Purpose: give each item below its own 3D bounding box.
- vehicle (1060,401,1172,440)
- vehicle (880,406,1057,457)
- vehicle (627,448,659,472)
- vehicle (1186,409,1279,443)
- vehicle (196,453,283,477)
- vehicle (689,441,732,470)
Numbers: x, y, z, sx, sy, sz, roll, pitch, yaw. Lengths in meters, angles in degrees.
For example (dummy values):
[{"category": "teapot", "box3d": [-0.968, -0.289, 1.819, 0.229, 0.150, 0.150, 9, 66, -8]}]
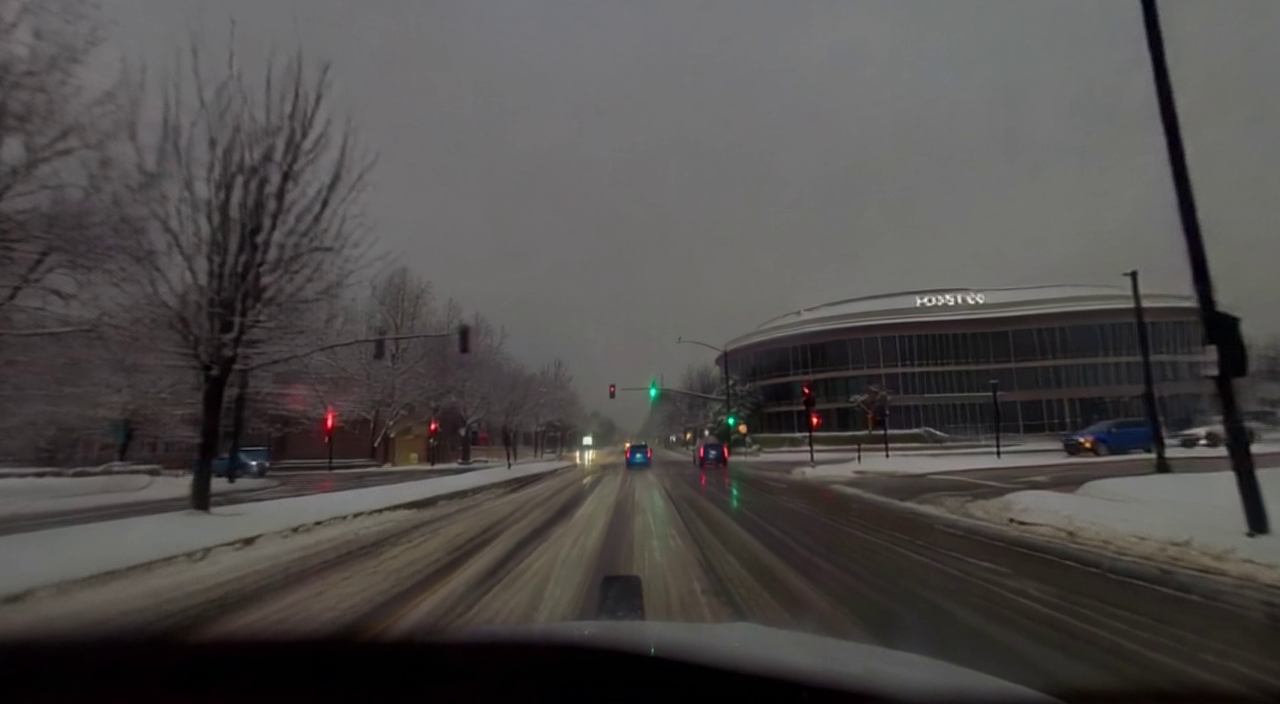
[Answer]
[{"category": "vehicle", "box3d": [23.421, 3.466, 31.268, 1.887, 1.635, 4.695, 1, -9, 0]}, {"category": "vehicle", "box3d": [23.647, 5.858, 45.944, 10.893, 3.534, 3.195, 0, -9, 5]}, {"category": "vehicle", "box3d": [0.186, 7.126, 41.698, 2.014, 1.525, 4.197, 0, -9, -1]}, {"category": "vehicle", "box3d": [30.427, 3.784, 31.838, 1.729, 1.507, 4.279, -1, -9, 1]}, {"category": "vehicle", "box3d": [-26.793, 7.540, 42.184, 4.500, 1.555, 1.913, 0, -9, 3]}, {"category": "vehicle", "box3d": [4.525, 6.757, 41.230, 2.174, 1.749, 4.739, 0, -9, -2]}]
